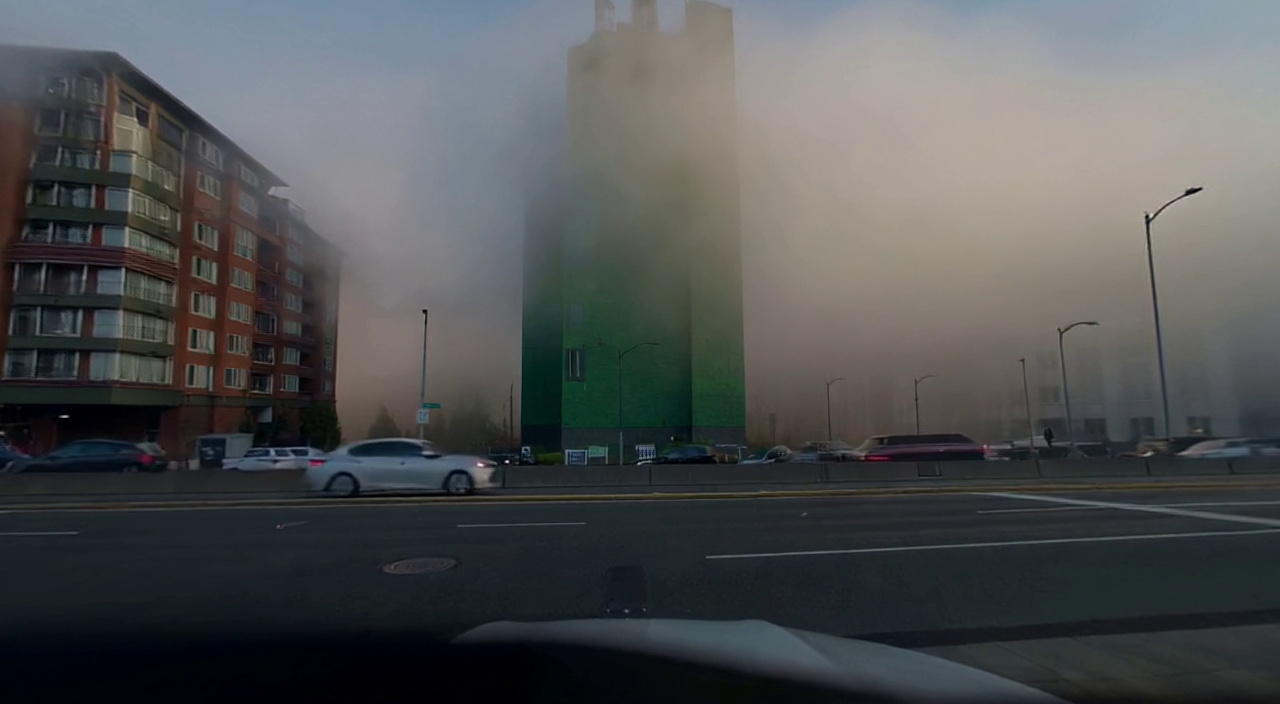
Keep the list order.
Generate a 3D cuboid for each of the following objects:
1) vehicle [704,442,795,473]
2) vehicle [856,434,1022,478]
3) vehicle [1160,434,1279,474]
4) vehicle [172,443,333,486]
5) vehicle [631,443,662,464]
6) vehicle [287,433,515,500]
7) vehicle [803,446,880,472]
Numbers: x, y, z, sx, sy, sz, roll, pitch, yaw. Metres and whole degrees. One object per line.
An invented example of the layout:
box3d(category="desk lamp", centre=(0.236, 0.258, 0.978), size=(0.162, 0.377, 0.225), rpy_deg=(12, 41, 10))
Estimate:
box3d(category="vehicle", centre=(6.686, 6.479, 38.728), size=(5.127, 1.803, 2.011), rpy_deg=(1, -9, -9))
box3d(category="vehicle", centre=(10.890, 3.780, 23.080), size=(5.371, 1.488, 1.763), rpy_deg=(1, -9, -11))
box3d(category="vehicle", centre=(23.283, 3.960, 24.589), size=(4.921, 1.453, 1.894), rpy_deg=(2, -9, -13))
box3d(category="vehicle", centre=(-13.872, 4.031, 22.849), size=(4.513, 1.451, 1.853), rpy_deg=(1, -9, -7))
box3d(category="vehicle", centre=(0.426, 7.588, 47.123), size=(1.845, 1.509, 3.855), rpy_deg=(1, -9, -6))
box3d(category="vehicle", centre=(-5.579, 2.748, 15.386), size=(4.818, 1.470, 1.989), rpy_deg=(1, -9, -8))
box3d(category="vehicle", centre=(12.743, 6.732, 39.959), size=(4.215, 1.575, 1.884), rpy_deg=(2, -9, -12))
